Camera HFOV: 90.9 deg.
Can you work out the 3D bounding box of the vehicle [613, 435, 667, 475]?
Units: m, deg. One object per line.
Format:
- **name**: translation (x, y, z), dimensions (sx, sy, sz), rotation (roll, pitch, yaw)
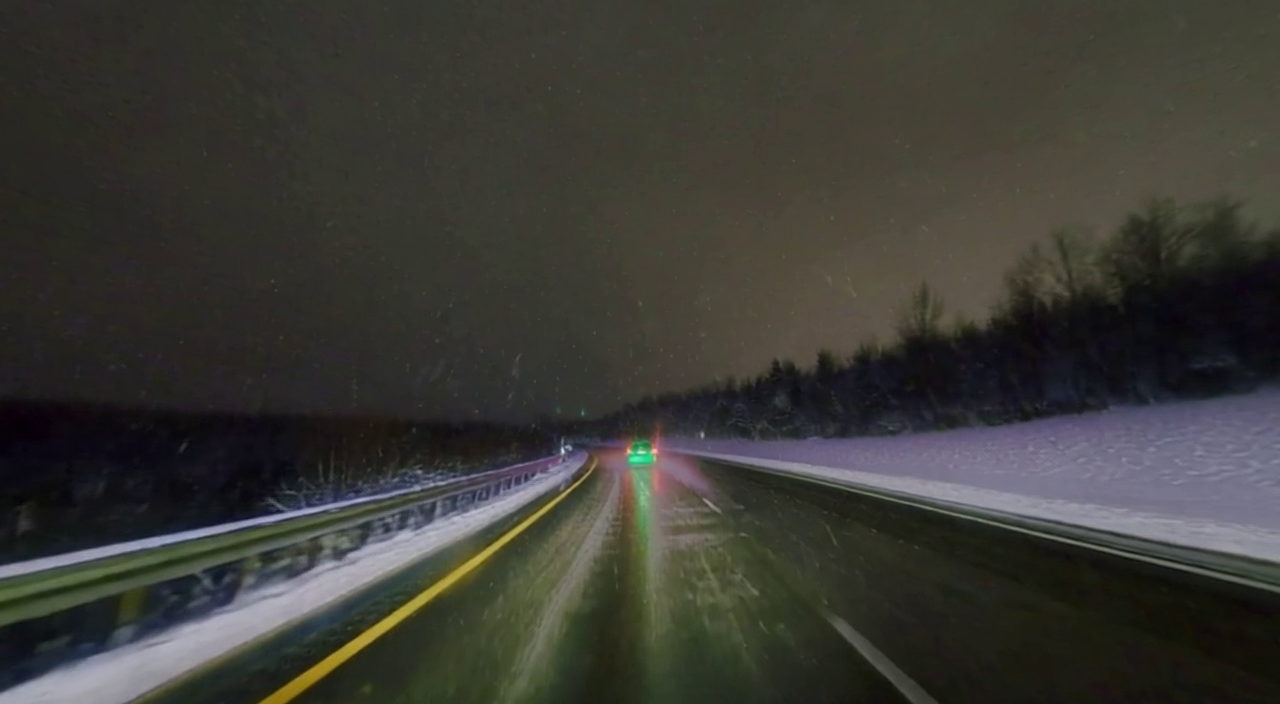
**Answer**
- **vehicle**: translation (-0.078, 4.210, 25.984), dimensions (2.029, 1.474, 4.183), rotation (0, -8, -2)
